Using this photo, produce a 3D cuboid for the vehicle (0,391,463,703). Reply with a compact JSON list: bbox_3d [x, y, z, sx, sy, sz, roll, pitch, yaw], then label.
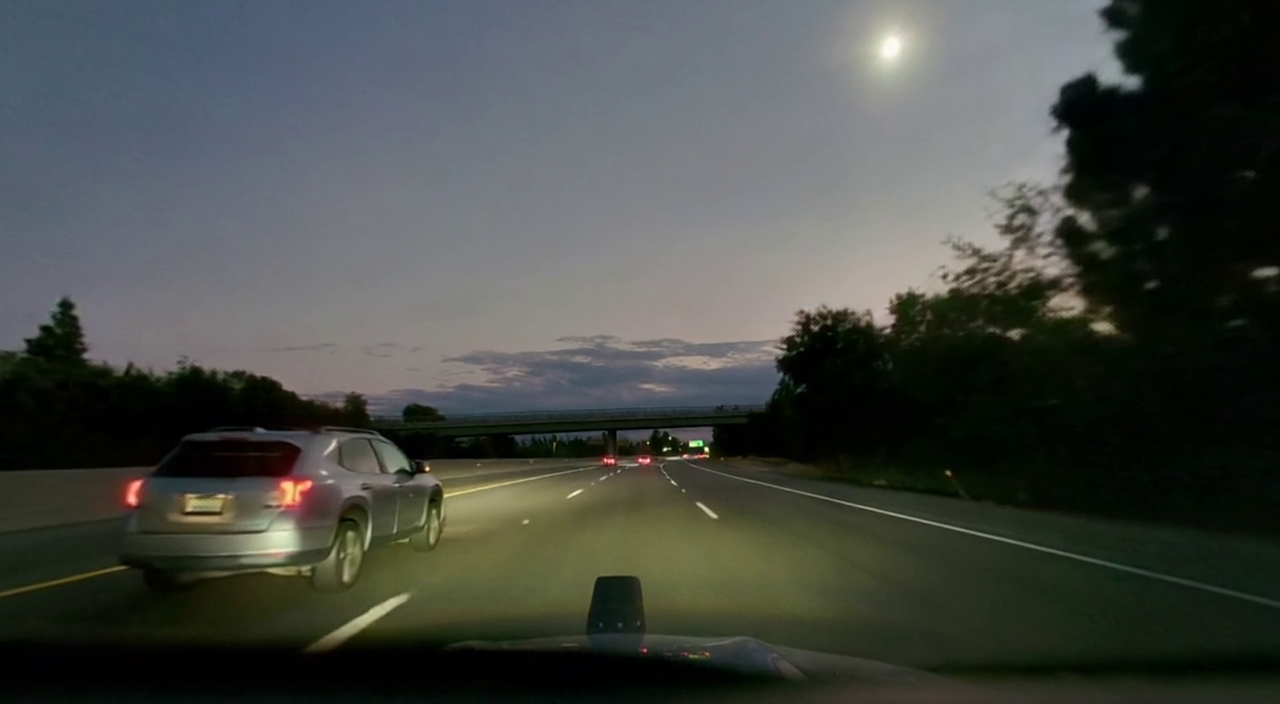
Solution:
[{"bbox_3d":[-3.401,1.391,5.554,2.274,1.628,4.807,0,-9,0],"label":"vehicle"}]
